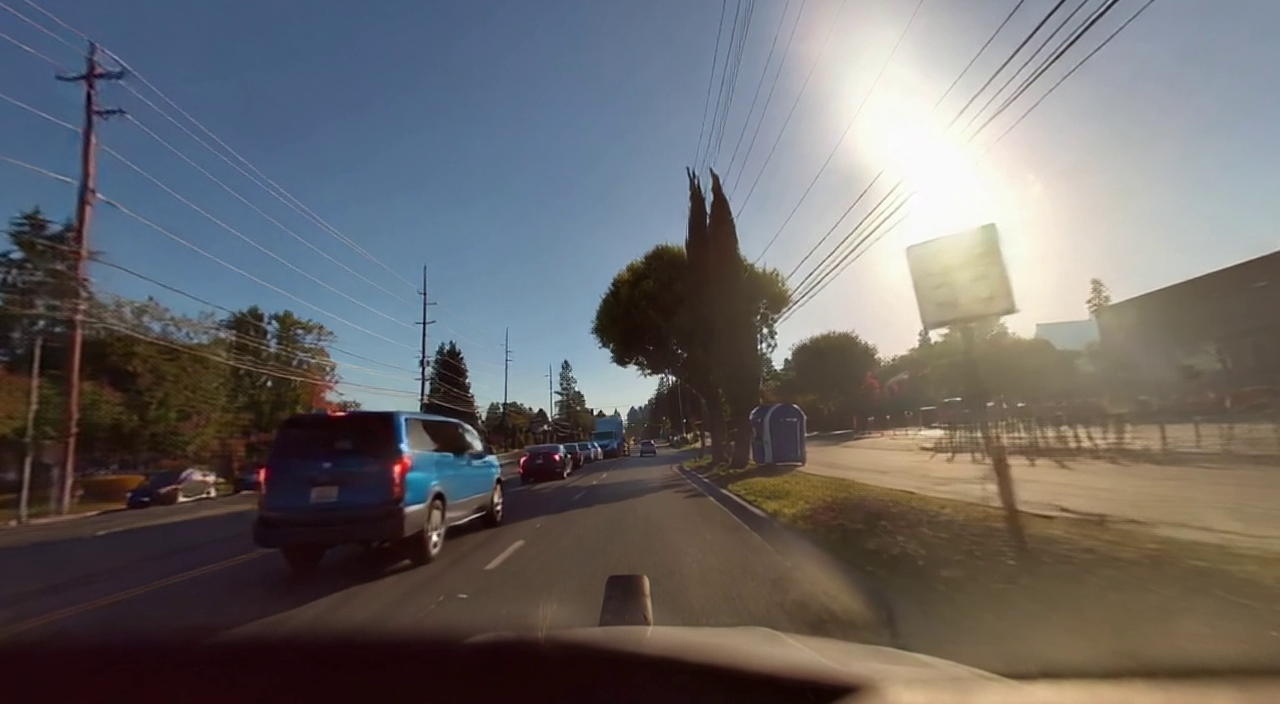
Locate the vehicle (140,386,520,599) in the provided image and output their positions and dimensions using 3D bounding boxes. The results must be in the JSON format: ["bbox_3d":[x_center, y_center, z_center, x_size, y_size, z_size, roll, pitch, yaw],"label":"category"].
[{"bbox_3d":[-3.149,1.583,8.026,2.180,1.818,5.117,0,-8,1],"label":"vehicle"}]

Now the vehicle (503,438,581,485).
[{"bbox_3d":[-3.323,3.802,22.209,1.998,1.466,4.124,0,-8,1],"label":"vehicle"}]
